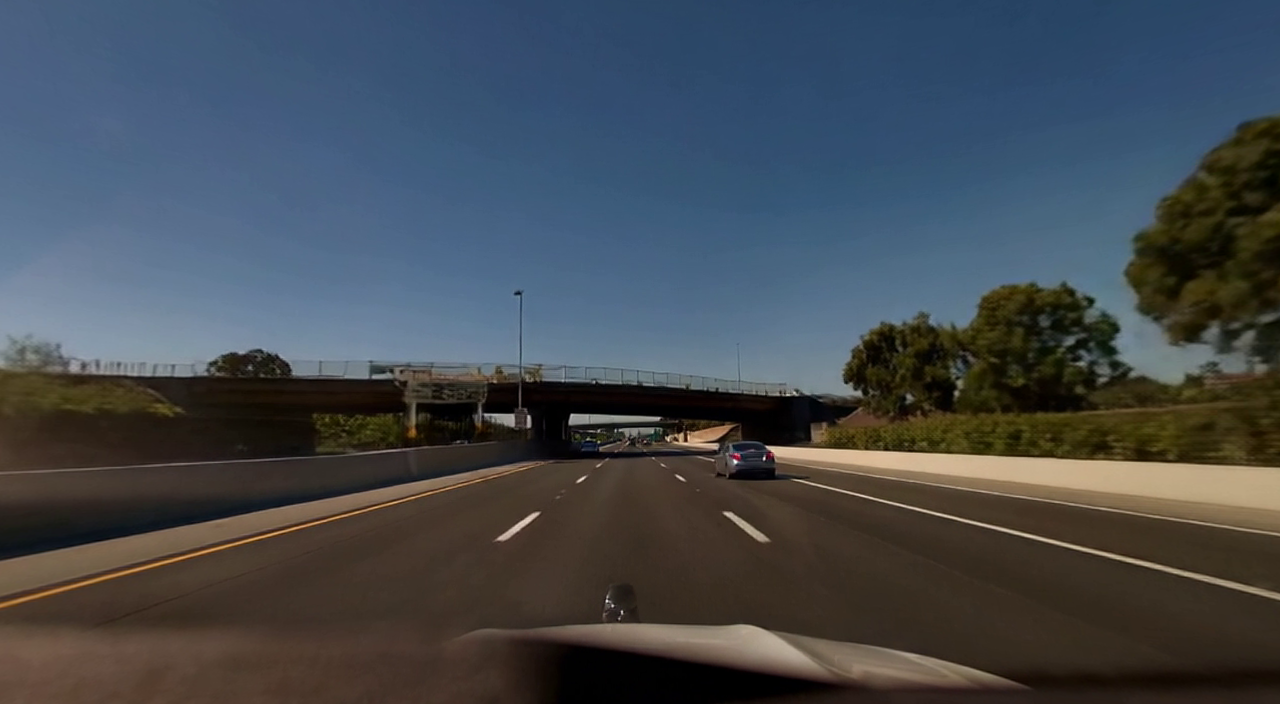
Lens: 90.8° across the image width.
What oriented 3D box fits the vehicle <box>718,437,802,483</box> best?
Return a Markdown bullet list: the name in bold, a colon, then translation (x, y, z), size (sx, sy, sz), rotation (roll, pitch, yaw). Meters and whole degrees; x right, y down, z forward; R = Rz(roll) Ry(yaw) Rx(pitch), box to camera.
- **vehicle**: translation (4.194, 3.872, 22.849), size (2.060, 1.485, 4.274), rotation (0, -9, -2)
